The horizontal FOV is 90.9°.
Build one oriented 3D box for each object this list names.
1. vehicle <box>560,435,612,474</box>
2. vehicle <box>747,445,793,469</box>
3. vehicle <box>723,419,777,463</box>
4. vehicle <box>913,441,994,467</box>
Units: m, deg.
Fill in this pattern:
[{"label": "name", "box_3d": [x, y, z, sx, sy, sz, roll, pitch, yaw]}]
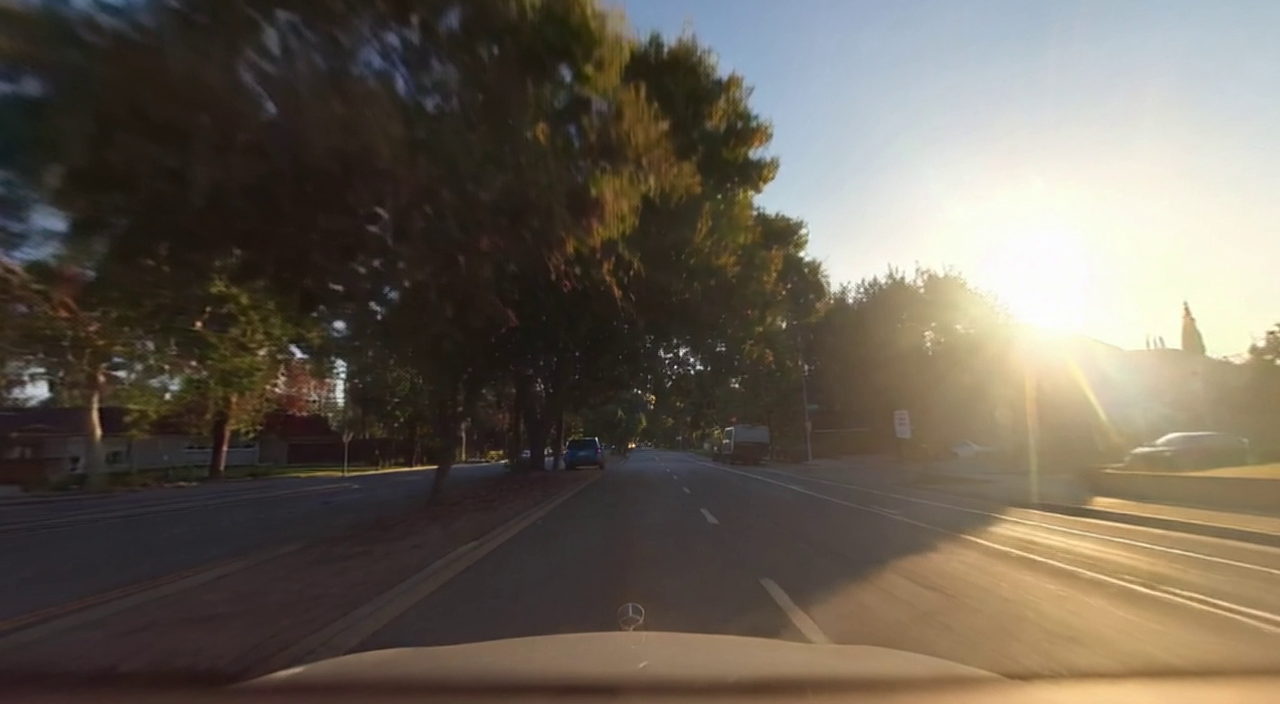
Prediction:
[{"label": "vehicle", "box_3d": [-2.682, 5.233, 32.469, 2.179, 1.851, 4.756, 0, -8, 1]}, {"label": "vehicle", "box_3d": [8.257, 6.724, 40.520, 1.976, 1.445, 4.909, 0, -8, 0]}, {"label": "vehicle", "box_3d": [8.299, 6.866, 48.424, 3.101, 3.161, 6.513, 0, -8, 1]}, {"label": "vehicle", "box_3d": [19.812, 6.447, 40.034, 1.864, 1.523, 4.176, 5, -10, -29]}]
